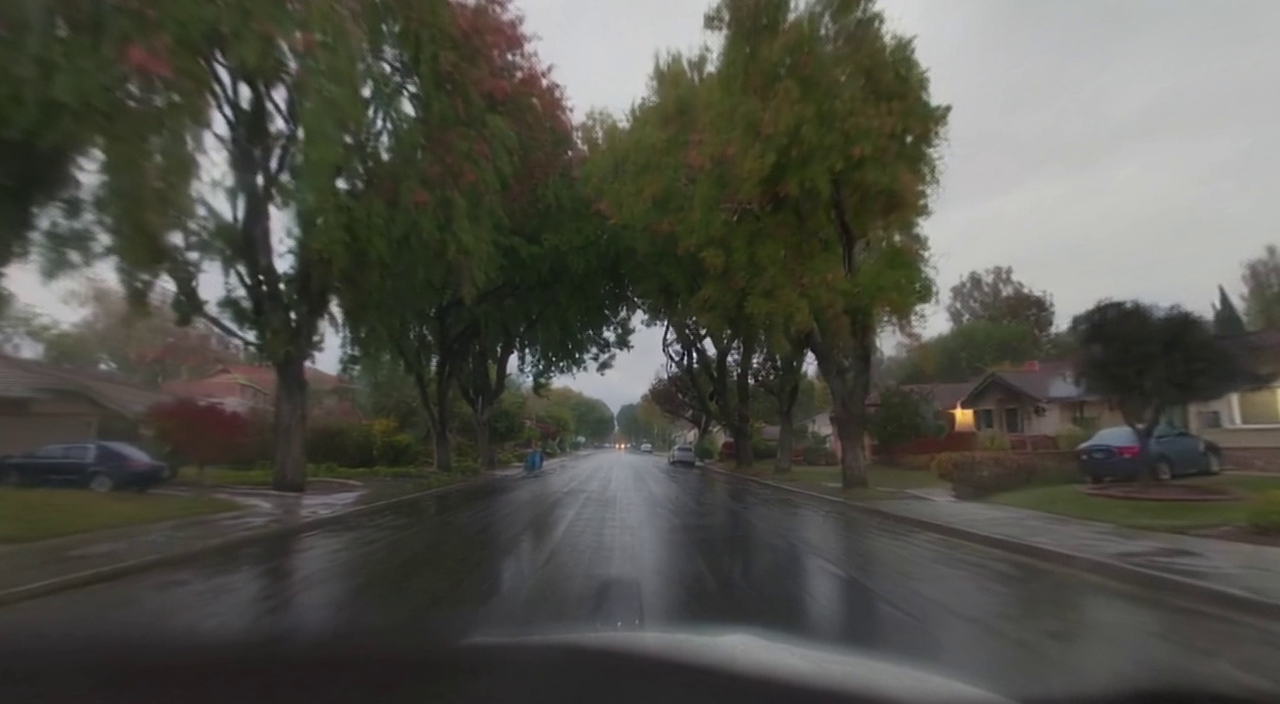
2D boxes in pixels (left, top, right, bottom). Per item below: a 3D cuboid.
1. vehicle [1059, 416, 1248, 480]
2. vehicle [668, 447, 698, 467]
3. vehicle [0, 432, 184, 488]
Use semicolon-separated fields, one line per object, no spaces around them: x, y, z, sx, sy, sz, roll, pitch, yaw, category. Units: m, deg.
15.202;2.845;18.702;4.468;1.728;2.135;3;-9;-19;vehicle
3.336;8.208;49.357;2.011;1.521;4.292;0;-9;0;vehicle
-16.013;3.069;17.967;4.351;1.474;2.015;0;-9;-2;vehicle
